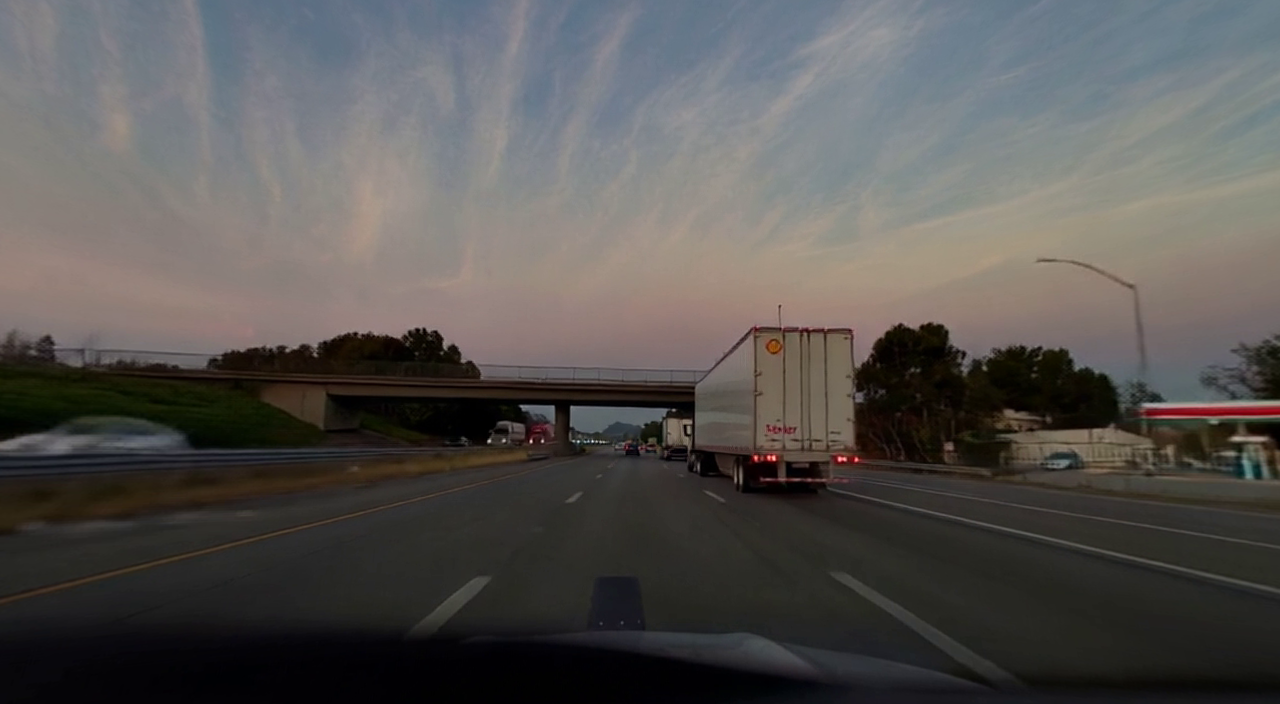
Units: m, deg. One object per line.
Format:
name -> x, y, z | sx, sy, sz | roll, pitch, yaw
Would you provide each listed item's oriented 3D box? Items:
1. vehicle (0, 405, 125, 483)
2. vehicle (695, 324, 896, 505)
vehicle -> -12.726, 1.845, 12.627 | 1.719, 1.433, 3.631 | 0, -9, -1
vehicle -> 3.994, 2.389, 20.879 | 2.922, 3.987, 14.038 | 0, -9, -1
